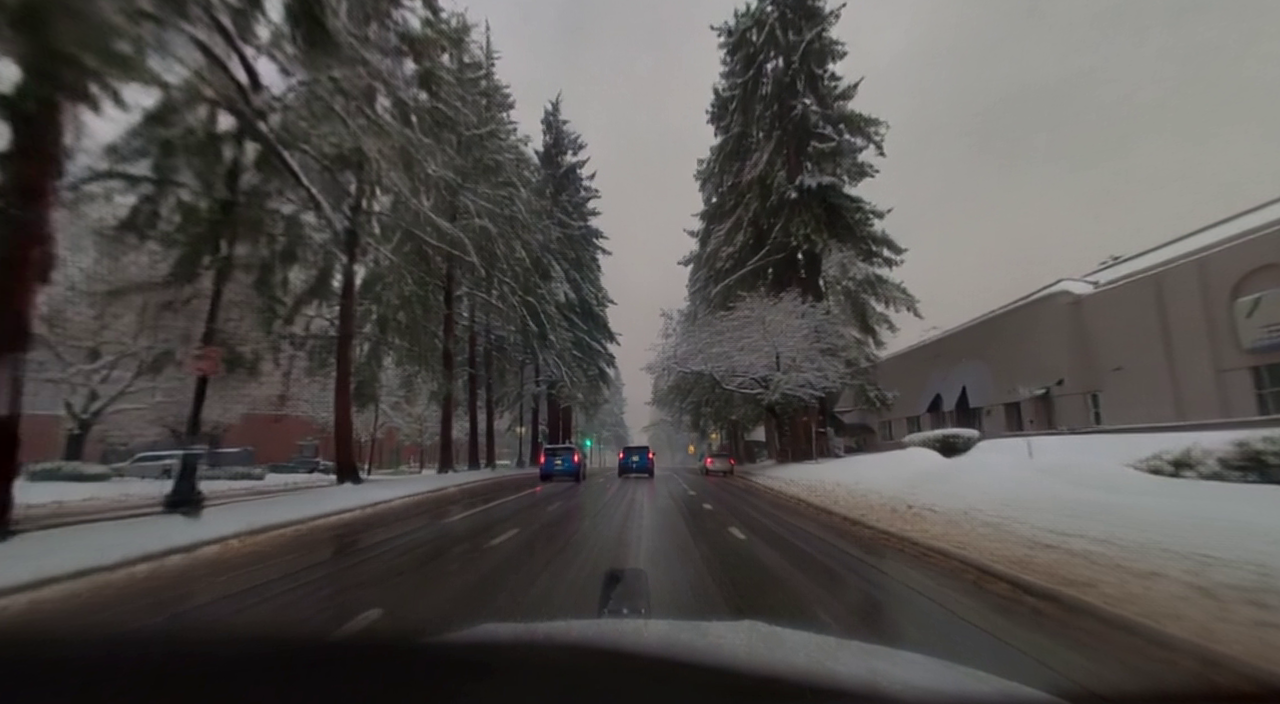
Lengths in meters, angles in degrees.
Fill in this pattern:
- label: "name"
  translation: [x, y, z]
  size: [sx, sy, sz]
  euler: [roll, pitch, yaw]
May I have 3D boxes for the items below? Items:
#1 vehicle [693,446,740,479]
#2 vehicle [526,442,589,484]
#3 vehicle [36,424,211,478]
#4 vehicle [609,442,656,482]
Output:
- label: "vehicle"
  translation: [3.810, 5.558, 31.980]
  size: [1.847, 1.554, 4.052]
  euler: [0, -8, -1]
- label: "vehicle"
  translation: [-3.541, 4.825, 27.775]
  size: [2.047, 1.710, 4.314]
  euler: [0, -8, 2]
- label: "vehicle"
  translation: [-32.152, 6.310, 40.038]
  size: [2.768, 3.022, 9.215]
  euler: [-1, -10, 5]
- label: "vehicle"
  translation: [-0.297, 5.015, 29.082]
  size: [2.022, 1.700, 4.084]
  euler: [0, -8, 1]
